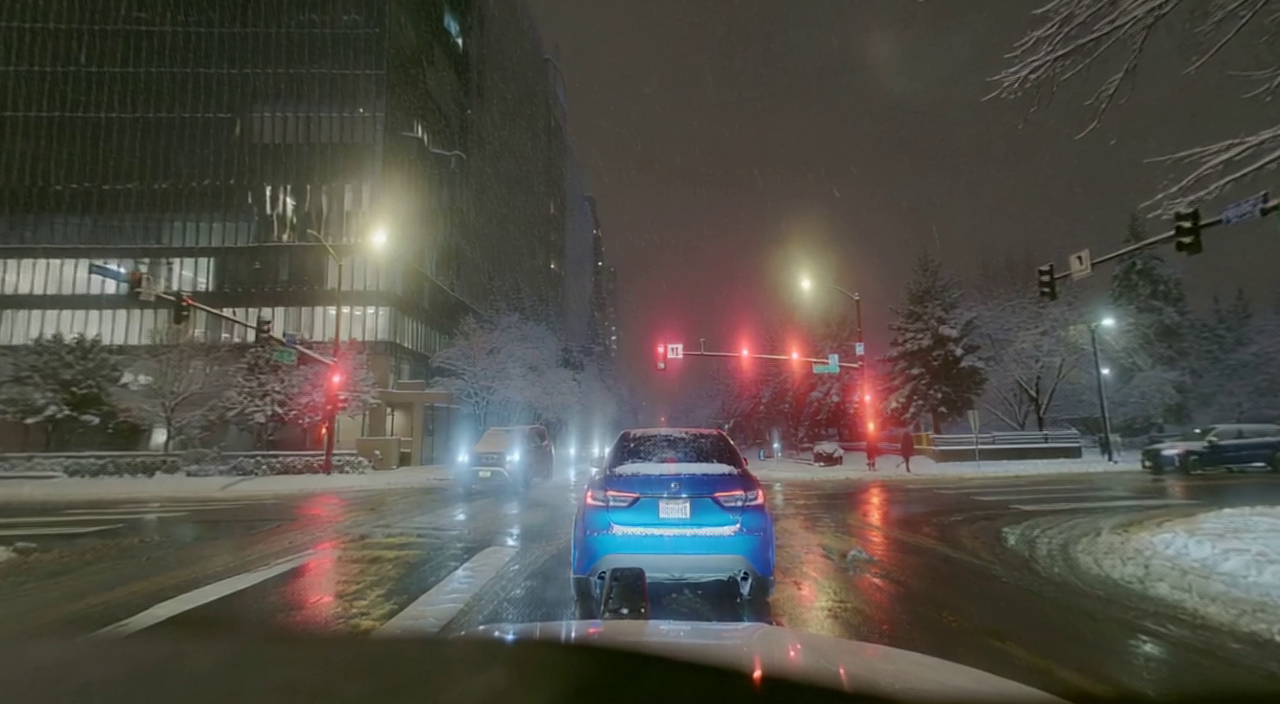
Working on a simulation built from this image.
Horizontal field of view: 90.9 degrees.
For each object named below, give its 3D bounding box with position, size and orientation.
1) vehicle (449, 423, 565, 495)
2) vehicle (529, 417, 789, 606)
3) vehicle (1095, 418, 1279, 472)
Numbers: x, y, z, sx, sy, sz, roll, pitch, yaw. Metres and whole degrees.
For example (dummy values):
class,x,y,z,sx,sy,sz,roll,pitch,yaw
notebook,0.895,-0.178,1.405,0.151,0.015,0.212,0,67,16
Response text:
class,x,y,z,sx,sy,sz,roll,pitch,yaw
vehicle,-3.938,3.321,19.894,2.317,1.924,5.518,0,-8,2
vehicle,-0.136,1.646,7.494,1.893,1.532,4.145,2,-9,-16
vehicle,19.162,3.264,22.216,4.675,1.772,1.945,0,-8,-1
